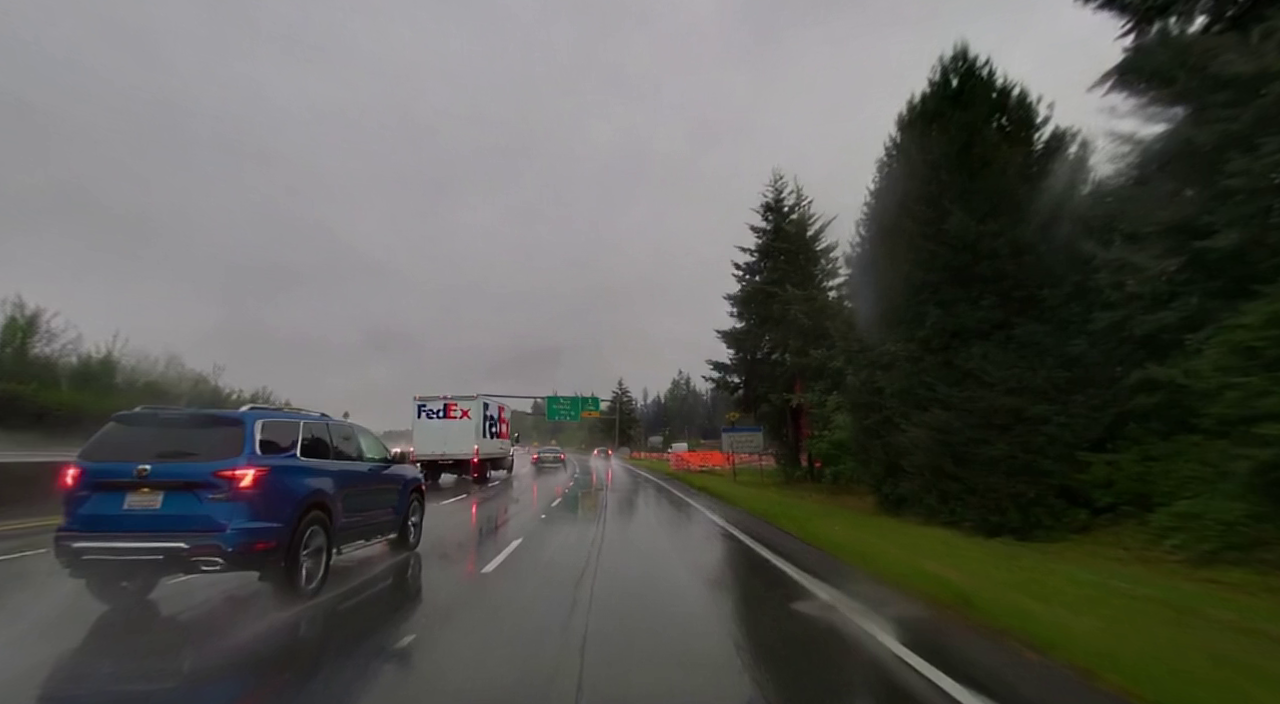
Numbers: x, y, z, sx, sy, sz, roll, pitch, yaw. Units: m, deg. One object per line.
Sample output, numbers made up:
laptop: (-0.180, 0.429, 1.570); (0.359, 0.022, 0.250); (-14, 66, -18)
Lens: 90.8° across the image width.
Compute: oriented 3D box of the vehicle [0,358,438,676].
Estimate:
vehicle: (-3.796, 1.319, 6.140); (2.170, 1.886, 4.628); (0, -9, -1)

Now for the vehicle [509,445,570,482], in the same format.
vehicle: (-4.352, 4.906, 28.029); (2.192, 1.478, 4.591); (0, -9, -3)

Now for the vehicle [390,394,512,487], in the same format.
vehicle: (-7.565, 3.784, 26.764); (2.870, 3.266, 8.589); (0, -9, -3)
